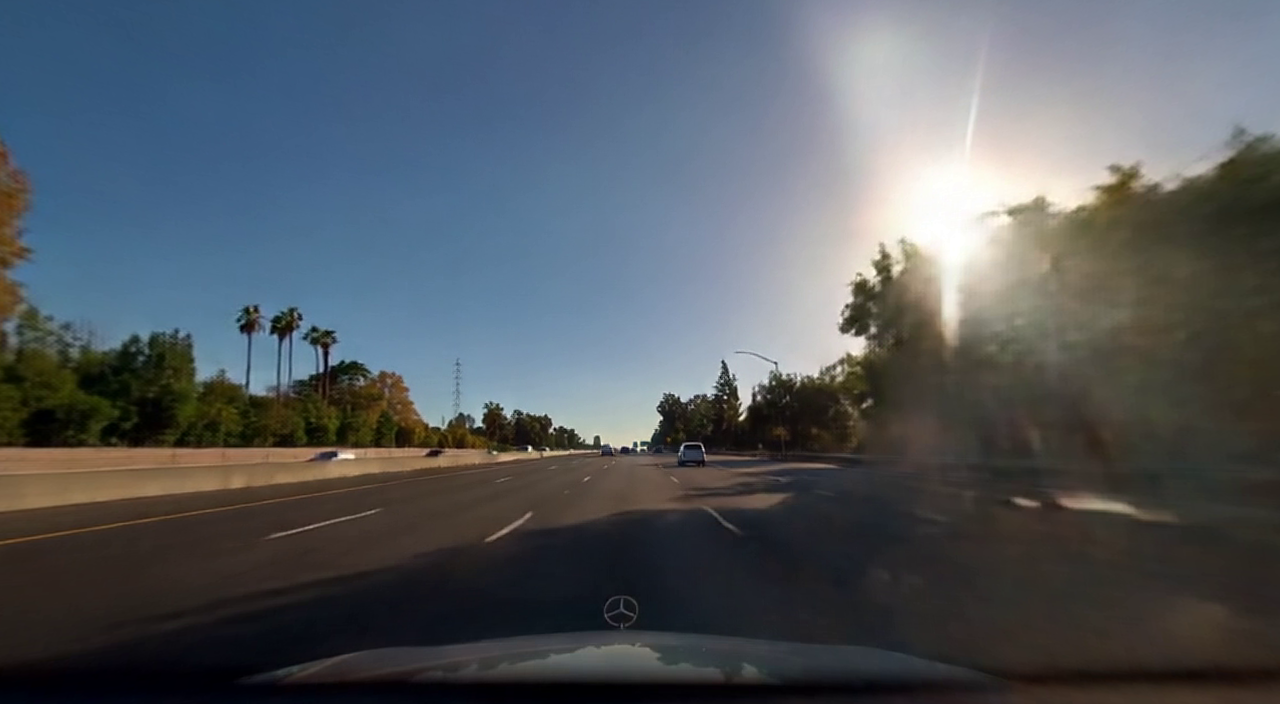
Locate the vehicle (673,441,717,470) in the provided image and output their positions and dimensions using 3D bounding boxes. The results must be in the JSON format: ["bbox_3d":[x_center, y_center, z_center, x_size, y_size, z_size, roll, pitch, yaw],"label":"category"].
[{"bbox_3d":[3.245,6.280,38.422,2.130,1.677,4.317,0,-9,-2],"label":"vehicle"}]

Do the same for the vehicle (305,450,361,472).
[{"bbox_3d":[-23.392,8.306,48.353,2.026,1.511,4.524,0,-9,1],"label":"vehicle"}]
